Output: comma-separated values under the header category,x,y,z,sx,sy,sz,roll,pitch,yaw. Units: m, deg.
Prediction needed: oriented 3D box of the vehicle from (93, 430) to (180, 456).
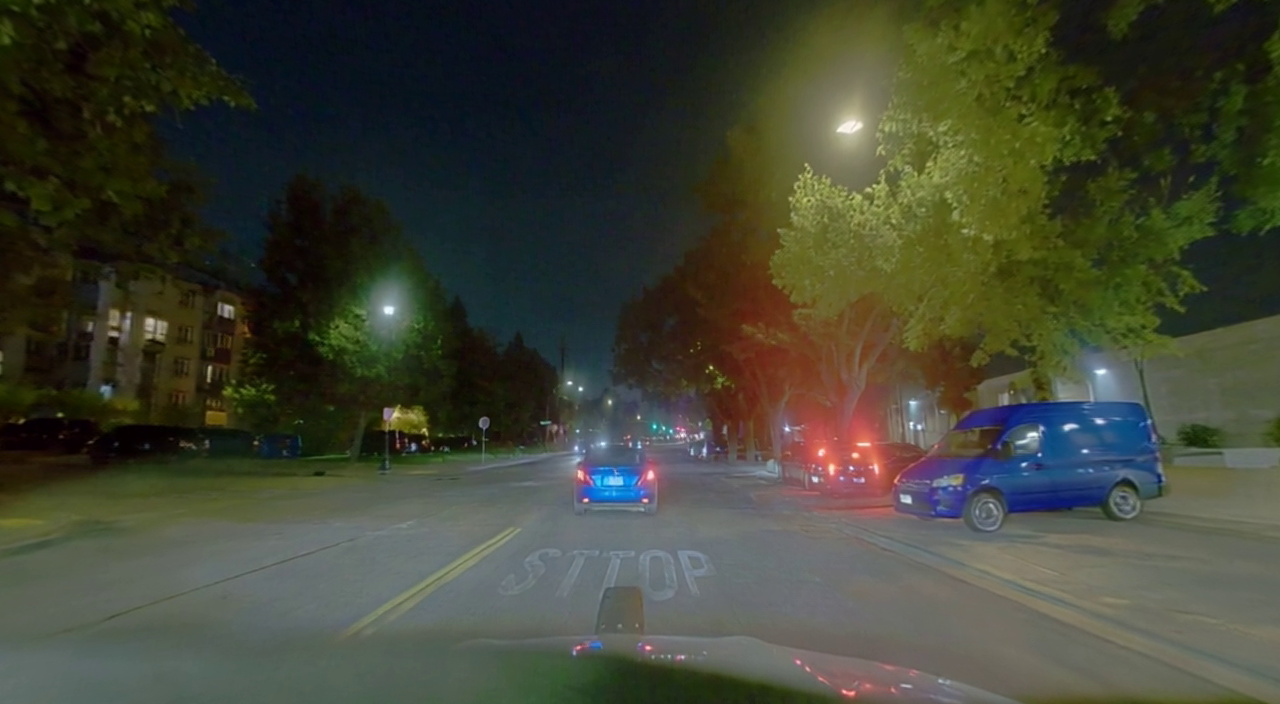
category,x,y,z,sx,sy,sz,roll,pitch,yaw
vehicle,-31.798,5.732,39.944,3.915,1.574,1.850,0,-8,4

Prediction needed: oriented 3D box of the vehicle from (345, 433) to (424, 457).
category,x,y,z,sx,sy,sz,roll,pitch,yaw
vehicle,-18.387,6.686,45.609,4.892,1.679,1.927,1,-8,-6

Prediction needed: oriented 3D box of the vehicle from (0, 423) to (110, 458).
category,x,y,z,sx,sy,sz,roll,pitch,yaw
vehicle,-31.812,4.801,34.065,4.438,1.814,2.044,0,-8,-1

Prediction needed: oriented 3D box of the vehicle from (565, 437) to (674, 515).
category,x,y,z,sx,sy,sz,roll,pitch,yaw
vehicle,-0.542,2.677,14.226,2.065,1.450,4.522,1,-8,-4

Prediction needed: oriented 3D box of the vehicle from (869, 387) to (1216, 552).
category,x,y,z,sx,sy,sz,roll,pitch,yaw
vehicle,6.653,1.837,10.411,5.385,2.146,2.143,4,-9,-25
